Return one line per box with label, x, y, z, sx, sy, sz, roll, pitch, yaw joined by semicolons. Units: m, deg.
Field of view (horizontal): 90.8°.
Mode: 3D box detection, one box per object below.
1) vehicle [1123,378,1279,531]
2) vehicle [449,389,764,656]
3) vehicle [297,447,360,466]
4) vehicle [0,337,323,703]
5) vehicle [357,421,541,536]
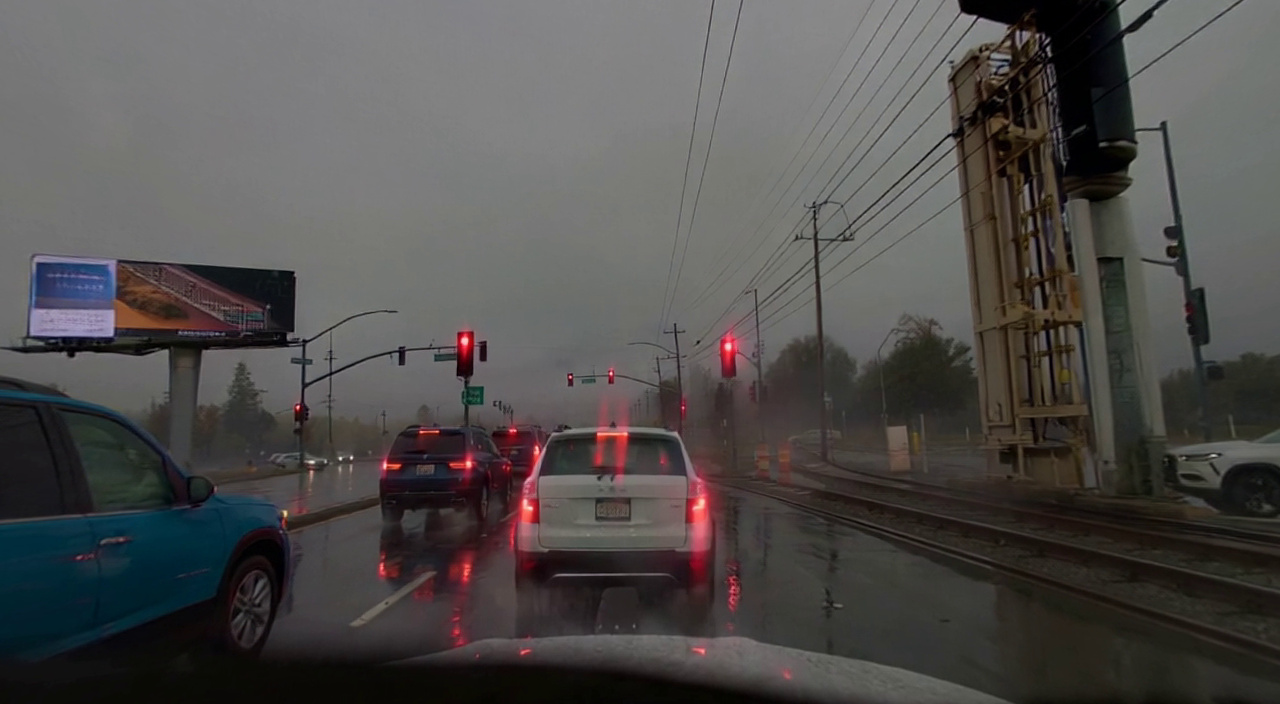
vehicle;9.608;1.316;8.205;5.060;1.702;2.033;1;-9;-4
vehicle;-0.216;1.377;5.996;2.025;1.723;3.644;0;-9;0
vehicle;-24.199;8.090;49.079;4.357;1.444;1.842;-3;-9;19
vehicle;-3.925;0.890;3.130;2.052;1.814;5.184;0;-9;-1
vehicle;-3.154;2.185;11.511;1.988;1.678;4.317;0;-9;0
